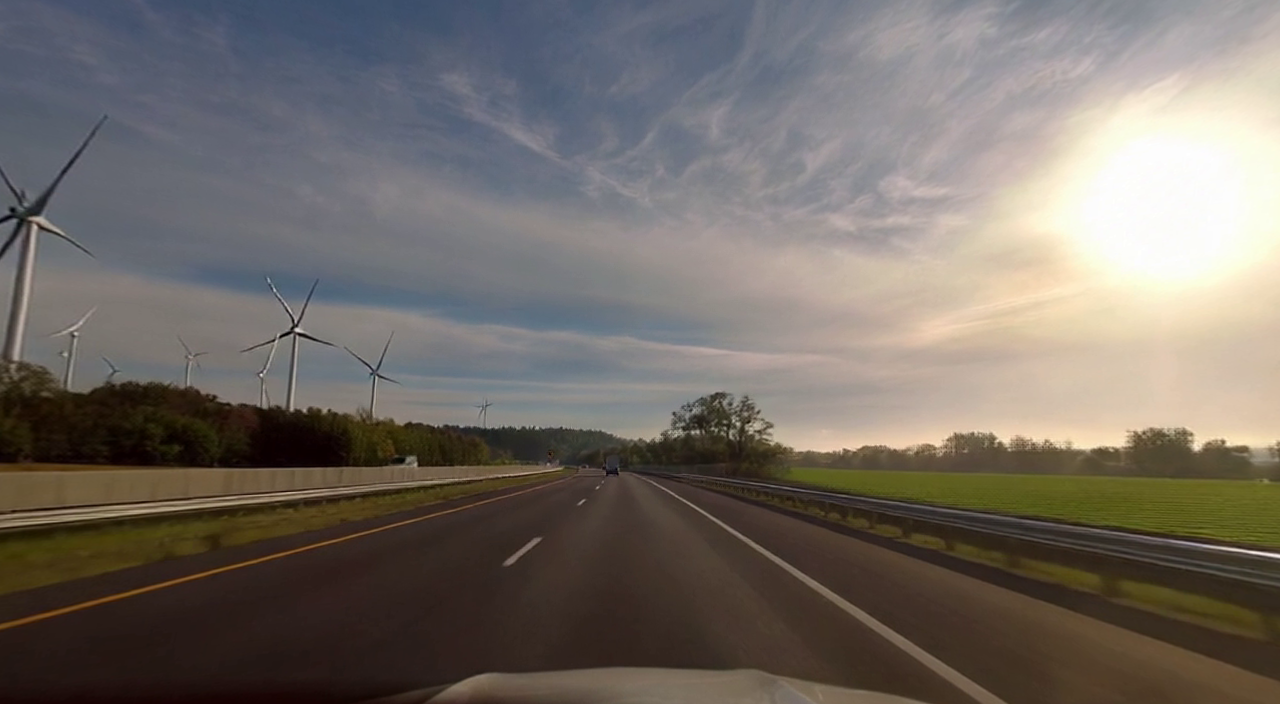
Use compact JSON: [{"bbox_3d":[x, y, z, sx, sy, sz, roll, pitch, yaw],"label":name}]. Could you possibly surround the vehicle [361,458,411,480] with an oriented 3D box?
[{"bbox_3d":[-18.334,8.496,45.737,1.924,1.441,4.208,1,-10,-1],"label":"vehicle"}]
